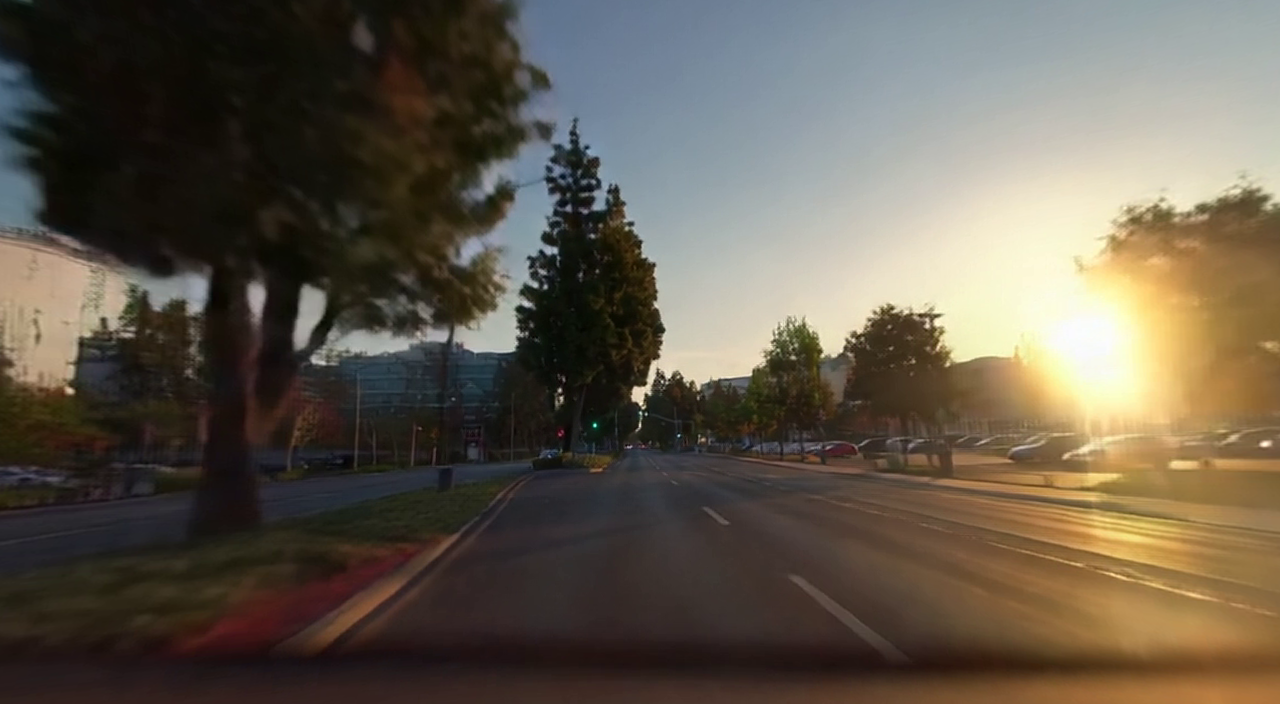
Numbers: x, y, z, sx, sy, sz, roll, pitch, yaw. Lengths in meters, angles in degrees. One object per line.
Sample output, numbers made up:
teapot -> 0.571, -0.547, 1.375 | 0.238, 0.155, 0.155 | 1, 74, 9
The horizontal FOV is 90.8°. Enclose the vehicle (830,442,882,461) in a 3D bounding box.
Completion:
vehicle -> 16.994, 7.857, 49.972 | 1.974, 1.446, 4.614 | 1, -9, -8

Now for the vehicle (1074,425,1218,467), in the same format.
vehicle -> 21.117, 3.999, 26.691 | 1.941, 1.511, 4.690 | -2, -9, -3

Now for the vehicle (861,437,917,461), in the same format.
vehicle -> 19.515, 7.620, 49.669 | 1.995, 1.673, 4.725 | -1, -9, -7

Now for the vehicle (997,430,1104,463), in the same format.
vehicle -> 20.966, 4.874, 32.551 | 2.048, 1.559, 4.758 | 0, -9, -4

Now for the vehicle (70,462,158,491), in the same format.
vehicle -> -30.922, 7.318, 37.117 | 4.663, 1.565, 2.027 | -6, -10, 25
